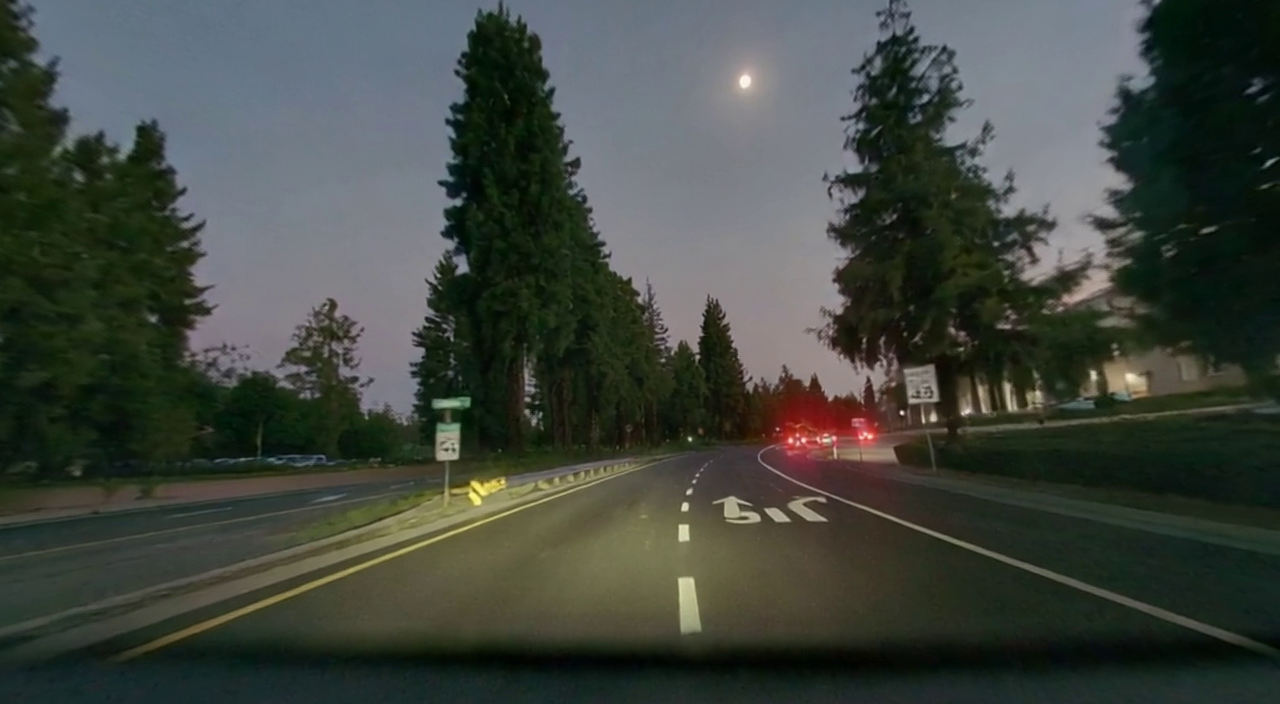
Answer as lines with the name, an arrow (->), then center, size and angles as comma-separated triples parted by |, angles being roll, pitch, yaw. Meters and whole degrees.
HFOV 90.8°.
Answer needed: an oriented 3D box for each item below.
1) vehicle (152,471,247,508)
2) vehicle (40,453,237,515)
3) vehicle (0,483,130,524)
vehicle -> -24.984, 7.774, 36.024 | 1.911, 1.583, 4.279 | -8, -10, 11
vehicle -> -33.346, 8.708, 42.971 | 2.888, 3.468, 10.757 | -1, -9, 13
vehicle -> -26.457, 6.894, 29.103 | 1.827, 1.450, 4.302 | -2, -8, 11
